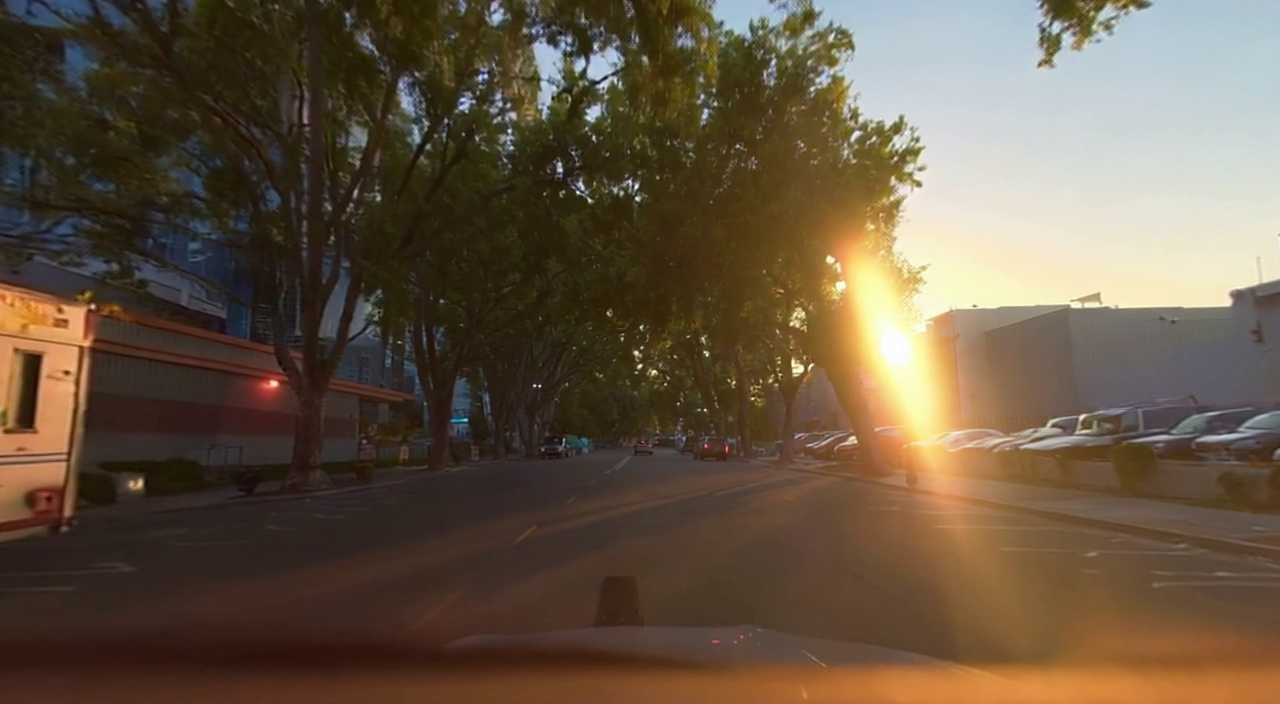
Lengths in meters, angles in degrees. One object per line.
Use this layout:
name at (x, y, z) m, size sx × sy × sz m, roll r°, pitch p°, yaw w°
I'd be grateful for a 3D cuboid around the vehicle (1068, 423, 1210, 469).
vehicle at (26.132, 4.939, 33.223) m, size 5.596 × 2.168 × 2.307 m, roll 2°, pitch -8°, yaw -3°

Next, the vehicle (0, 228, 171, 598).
vehicle at (-7.071, 0.320, 3.915) m, size 2.968 × 3.222 × 7.036 m, roll -1°, pitch -8°, yaw -1°

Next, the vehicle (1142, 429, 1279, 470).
vehicle at (26.908, 4.583, 29.810) m, size 4.591 × 1.808 × 2.016 m, roll 0°, pitch -9°, yaw 1°

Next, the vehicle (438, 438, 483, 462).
vehicle at (-13.584, 7.438, 48.088) m, size 1.888 × 1.657 × 4.138 m, roll 0°, pitch -7°, yaw 5°

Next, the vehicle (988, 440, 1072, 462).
vehicle at (26.954, 6.865, 43.745) m, size 4.558 × 1.452 × 1.790 m, roll 0°, pitch -8°, yaw -1°

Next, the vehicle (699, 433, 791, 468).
vehicle at (5.549, 5.151, 33.208) m, size 4.626 × 1.723 × 1.939 m, roll 5°, pitch -10°, yaw -32°

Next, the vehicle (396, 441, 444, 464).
vehicle at (-16.450, 7.498, 47.444) m, size 1.850 × 1.531 × 4.256 m, roll 0°, pitch -7°, yaw 4°

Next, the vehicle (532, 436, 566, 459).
vehicle at (-7.062, 7.486, 49.631) m, size 1.993 × 1.640 × 4.457 m, roll 0°, pitch -8°, yaw 0°

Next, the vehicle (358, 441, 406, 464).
vehicle at (-19.468, 7.598, 47.826) m, size 1.880 × 1.617 × 3.870 m, roll -1°, pitch -8°, yaw 2°

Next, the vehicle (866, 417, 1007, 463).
vehicle at (14.066, 4.194, 30.220) m, size 5.540 × 2.045 × 2.259 m, roll 0°, pitch -8°, yaw -1°
